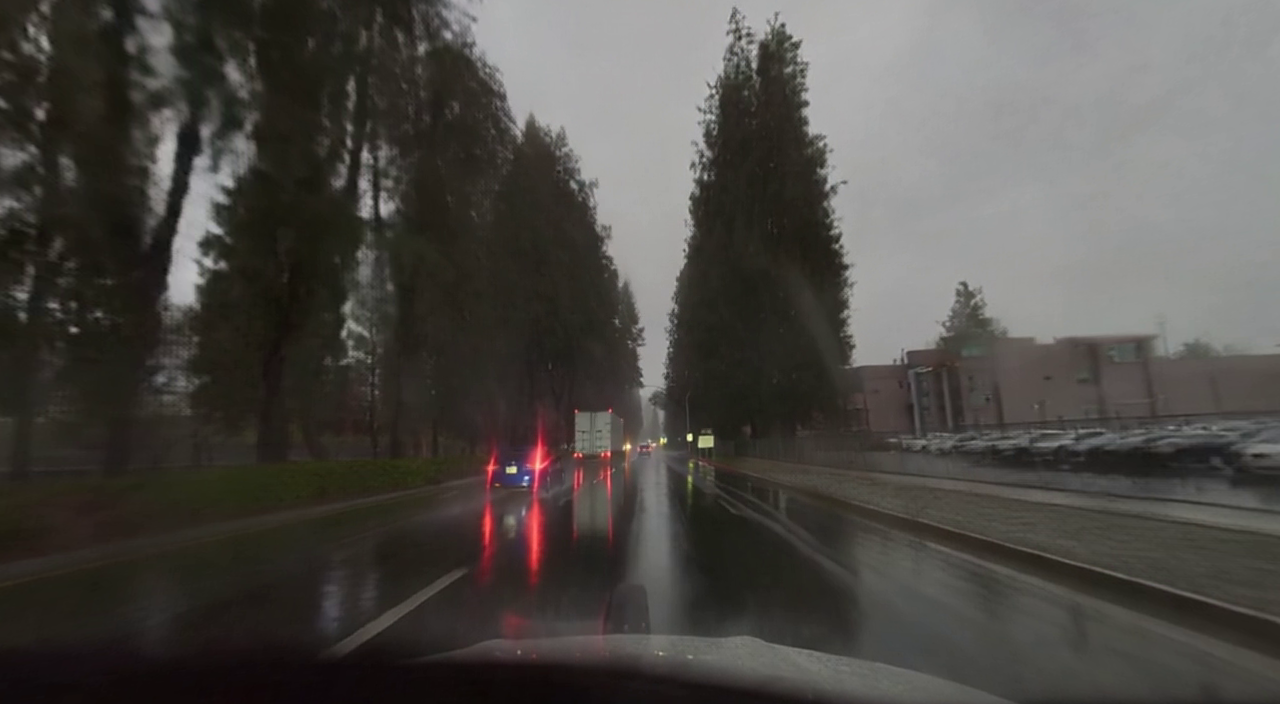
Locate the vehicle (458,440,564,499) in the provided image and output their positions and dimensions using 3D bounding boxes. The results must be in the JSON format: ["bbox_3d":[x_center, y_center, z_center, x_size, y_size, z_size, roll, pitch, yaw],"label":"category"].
[{"bbox_3d":[-3.498,3.290,18.056,2.005,1.462,4.345,0,-8,2],"label":"vehicle"}]

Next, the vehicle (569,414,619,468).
[{"bbox_3d":[-2.953,6.087,43.080,2.746,3.276,8.572,0,-8,0],"label":"vehicle"}]
